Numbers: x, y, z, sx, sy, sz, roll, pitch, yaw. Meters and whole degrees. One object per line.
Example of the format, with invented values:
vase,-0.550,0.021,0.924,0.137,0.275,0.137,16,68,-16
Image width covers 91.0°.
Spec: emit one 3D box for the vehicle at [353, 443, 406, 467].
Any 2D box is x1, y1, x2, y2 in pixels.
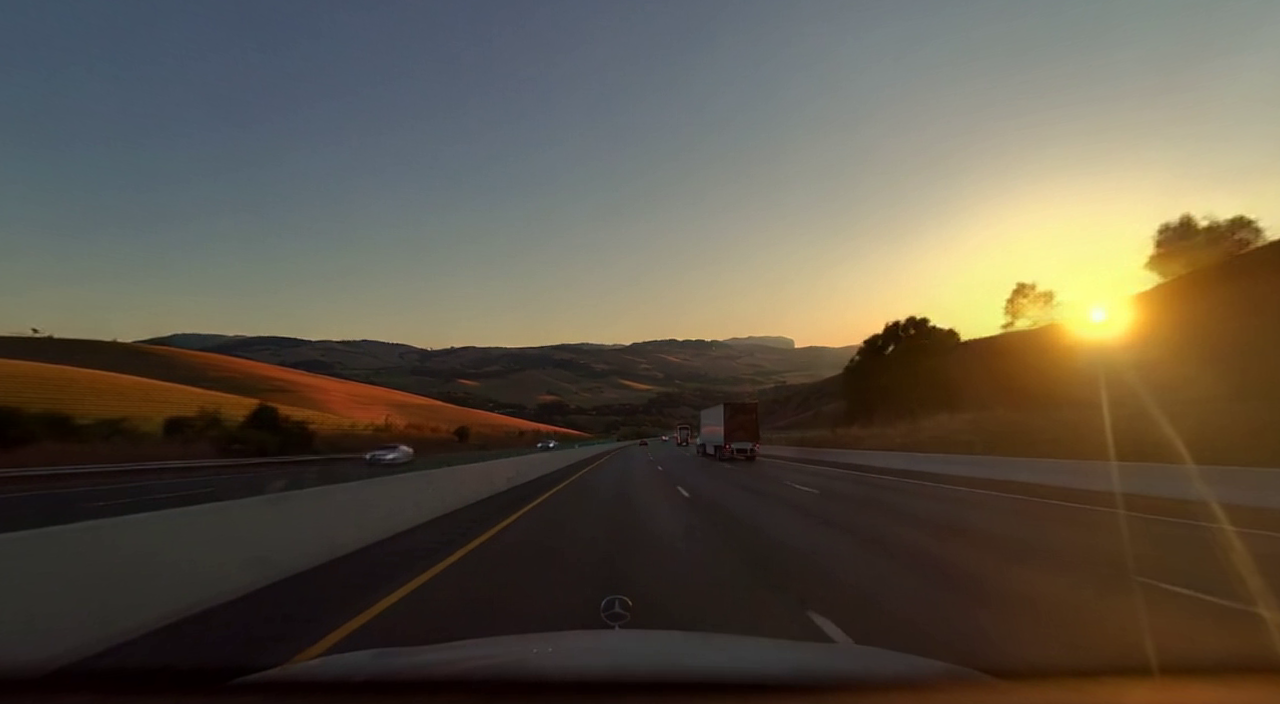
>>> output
vehicle,-16.054,6.361,38.970,1.742,1.396,3.714,0,-8,0
